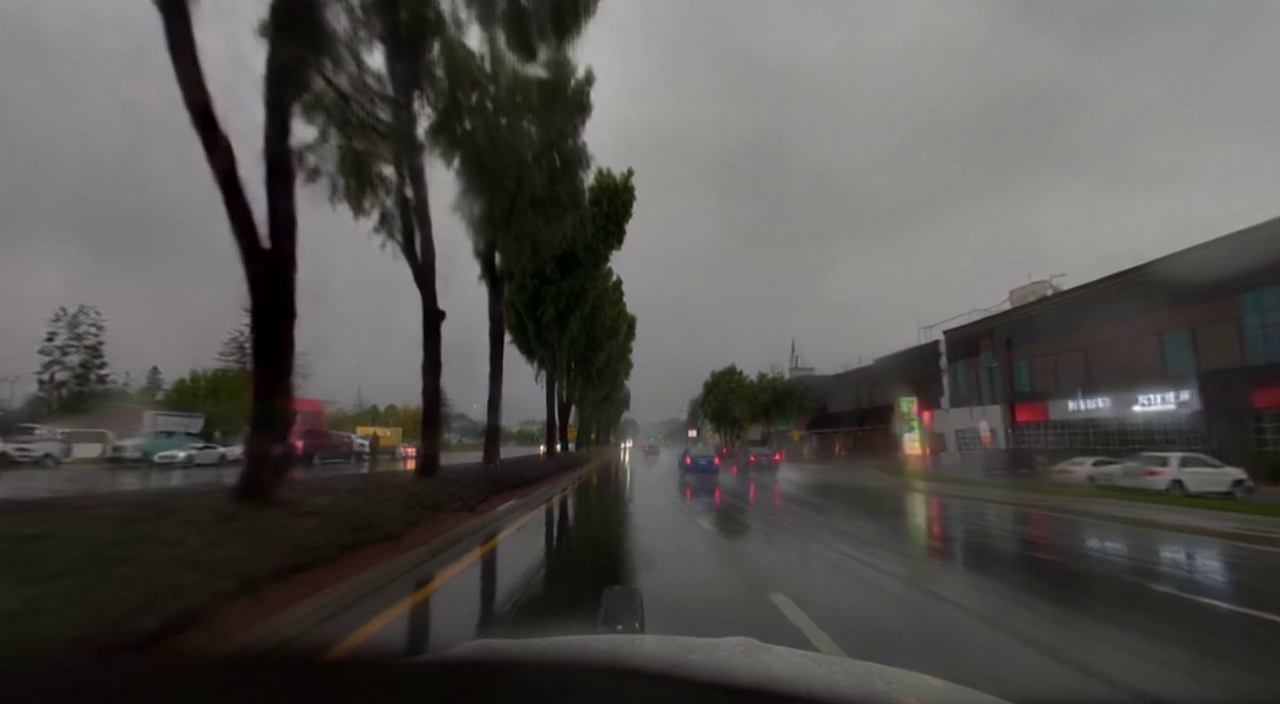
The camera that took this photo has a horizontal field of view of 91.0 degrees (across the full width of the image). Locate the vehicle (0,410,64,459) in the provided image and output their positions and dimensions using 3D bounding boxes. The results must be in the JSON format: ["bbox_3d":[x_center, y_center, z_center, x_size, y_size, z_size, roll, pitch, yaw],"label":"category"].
[{"bbox_3d":[-43.671,5.652,43.490,2.718,3.175,6.649,4,-9,-16],"label":"vehicle"}]

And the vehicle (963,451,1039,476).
[{"bbox_3d":[26.319,8.122,45.909,4.586,1.665,1.968,2,-9,-11],"label":"vehicle"}]

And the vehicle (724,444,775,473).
[{"bbox_3d":[6.068,5.914,35.237,1.886,1.528,4.169,1,-8,-3],"label":"vehicle"}]

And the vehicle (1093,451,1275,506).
[{"bbox_3d":[16.822,3.865,19.537,4.486,1.532,1.939,3,-9,-14],"label":"vehicle"}]

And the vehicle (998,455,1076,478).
[{"bbox_3d":[26.955,7.752,42.727,4.390,1.474,1.851,2,-9,-13],"label":"vehicle"}]

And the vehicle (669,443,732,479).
[{"bbox_3d":[2.631,4.899,28.580,2.256,1.451,4.313,1,-8,-3],"label":"vehicle"}]

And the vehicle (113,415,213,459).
[{"bbox_3d":[-34.369,6.238,45.739,2.858,2.981,6.850,2,-9,-11],"label":"vehicle"}]
